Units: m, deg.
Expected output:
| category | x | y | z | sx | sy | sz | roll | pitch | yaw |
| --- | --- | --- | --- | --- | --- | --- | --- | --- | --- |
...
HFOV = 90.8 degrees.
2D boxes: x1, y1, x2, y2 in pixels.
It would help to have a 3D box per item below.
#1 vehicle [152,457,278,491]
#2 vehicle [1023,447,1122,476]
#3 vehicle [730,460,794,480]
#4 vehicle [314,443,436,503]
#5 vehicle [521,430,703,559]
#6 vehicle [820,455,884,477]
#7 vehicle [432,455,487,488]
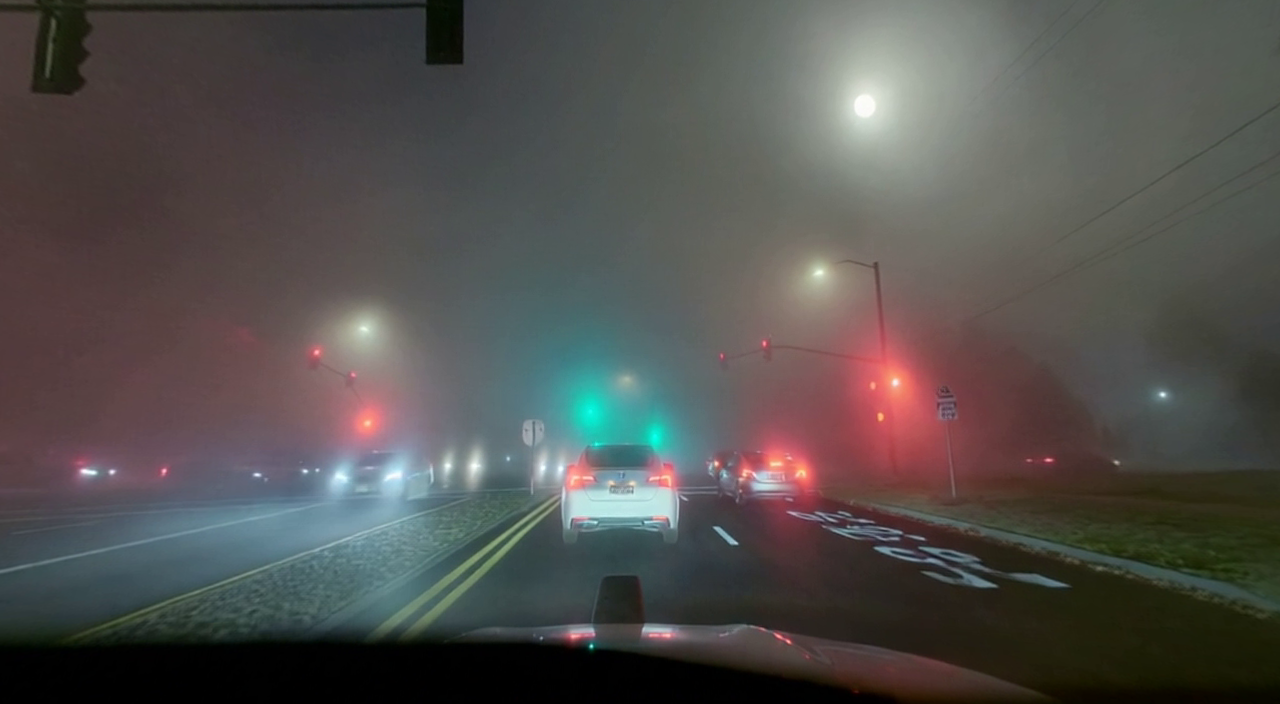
| category | x | y | z | sx | sy | sz | roll | pitch | yaw |
| --- | --- | --- | --- | --- | --- | --- | --- | --- | --- |
| vehicle | -20.039 | 5.768 | 30.004 | 4.548 | 1.449 | 1.802 | 2 | -9 | -13 |
| vehicle | 23.547 | 5.932 | 34.390 | 4.601 | 1.485 | 1.929 | 3 | -9 | -18 |
| vehicle | 9.105 | 8.807 | 47.320 | 4.254 | 1.359 | 1.895 | 2 | -9 | -15 |
| vehicle | -7.361 | 3.371 | 18.107 | 2.073 | 1.459 | 4.495 | 1 | -9 | -8 |
| vehicle | -0.353 | 1.980 | 9.554 | 2.112 | 1.479 | 4.264 | 0 | -8 | -1 |
| vehicle | 16.532 | 8.867 | 49.331 | 4.337 | 1.637 | 1.860 | 2 | -9 | -16 |
| vehicle | -9.413 | 6.241 | 33.352 | 2.078 | 1.534 | 4.646 | 1 | -9 | -7 |
